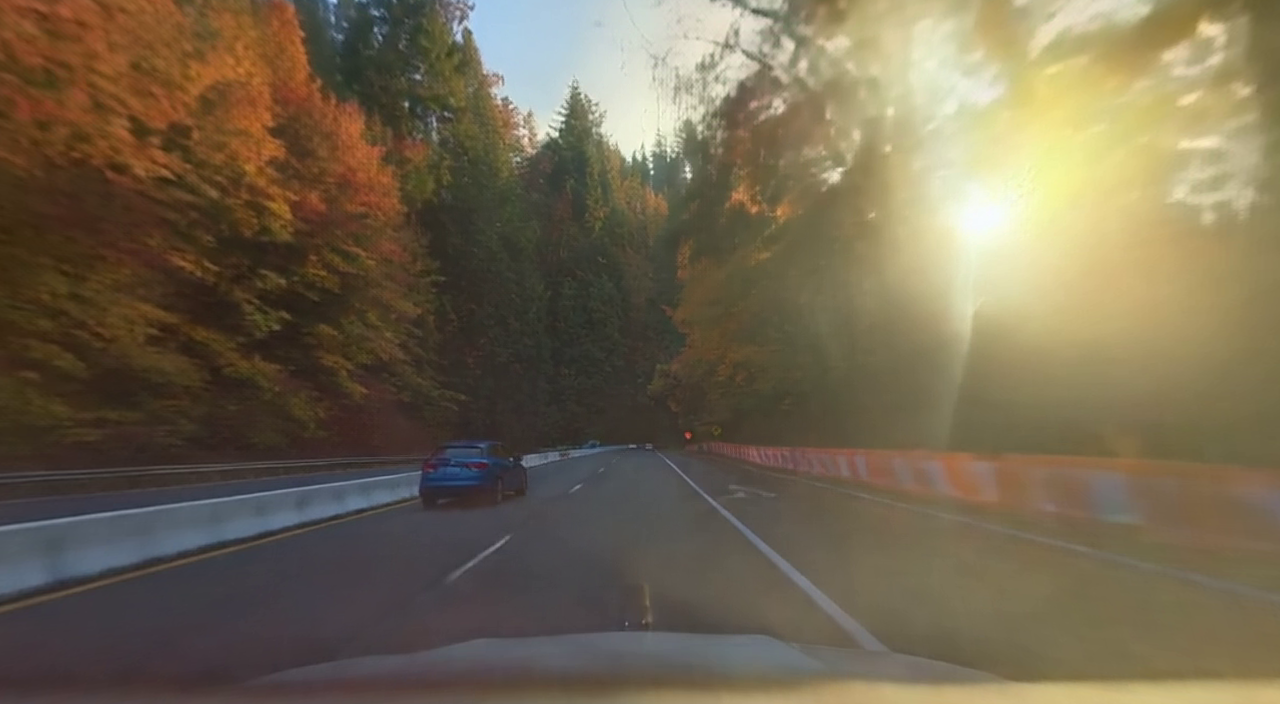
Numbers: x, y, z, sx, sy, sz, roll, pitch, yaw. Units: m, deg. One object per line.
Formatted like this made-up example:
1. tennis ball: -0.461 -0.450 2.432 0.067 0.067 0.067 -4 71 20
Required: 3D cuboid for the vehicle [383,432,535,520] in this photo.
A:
1. vehicle: -3.509 2.462 13.057 1.902 1.505 4.016 0 -8 1
